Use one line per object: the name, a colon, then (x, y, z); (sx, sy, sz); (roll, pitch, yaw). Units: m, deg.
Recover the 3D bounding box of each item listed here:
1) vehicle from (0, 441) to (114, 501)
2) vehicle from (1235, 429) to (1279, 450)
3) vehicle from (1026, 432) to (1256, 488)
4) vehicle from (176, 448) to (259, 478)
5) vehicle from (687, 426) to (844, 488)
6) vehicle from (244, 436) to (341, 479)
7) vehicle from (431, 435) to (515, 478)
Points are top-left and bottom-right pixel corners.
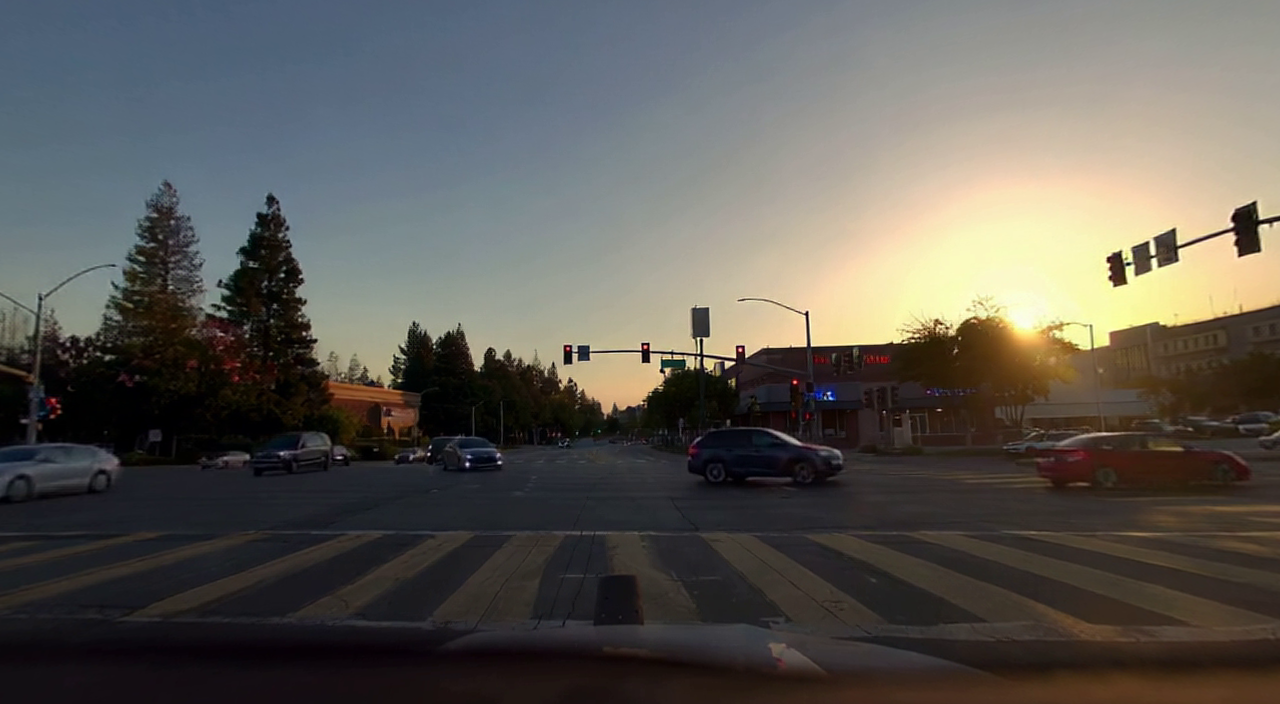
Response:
vehicle: (-19.612, 3.709, 19.999); (2.088, 1.743, 4.417); (0, -9, -1)
vehicle: (45.689, 6.277, 45.252); (1.786, 1.412, 4.330); (0, -9, 0)
vehicle: (13.832, 3.009, 17.735); (4.532, 1.467, 2.135); (-1, -9, 4)
vehicle: (-26.923, 7.032, 40.467); (2.007, 1.783, 4.694); (0, -9, 0)
vehicle: (4.182, 3.489, 21.233); (4.767, 1.877, 2.017); (-4, -10, 26)
vehicle: (-16.382, 4.971, 30.106); (1.977, 1.878, 4.575); (0, -9, 0)
vehicle: (-7.278, 4.457, 27.277); (1.982, 1.678, 4.180); (6, -11, -37)
